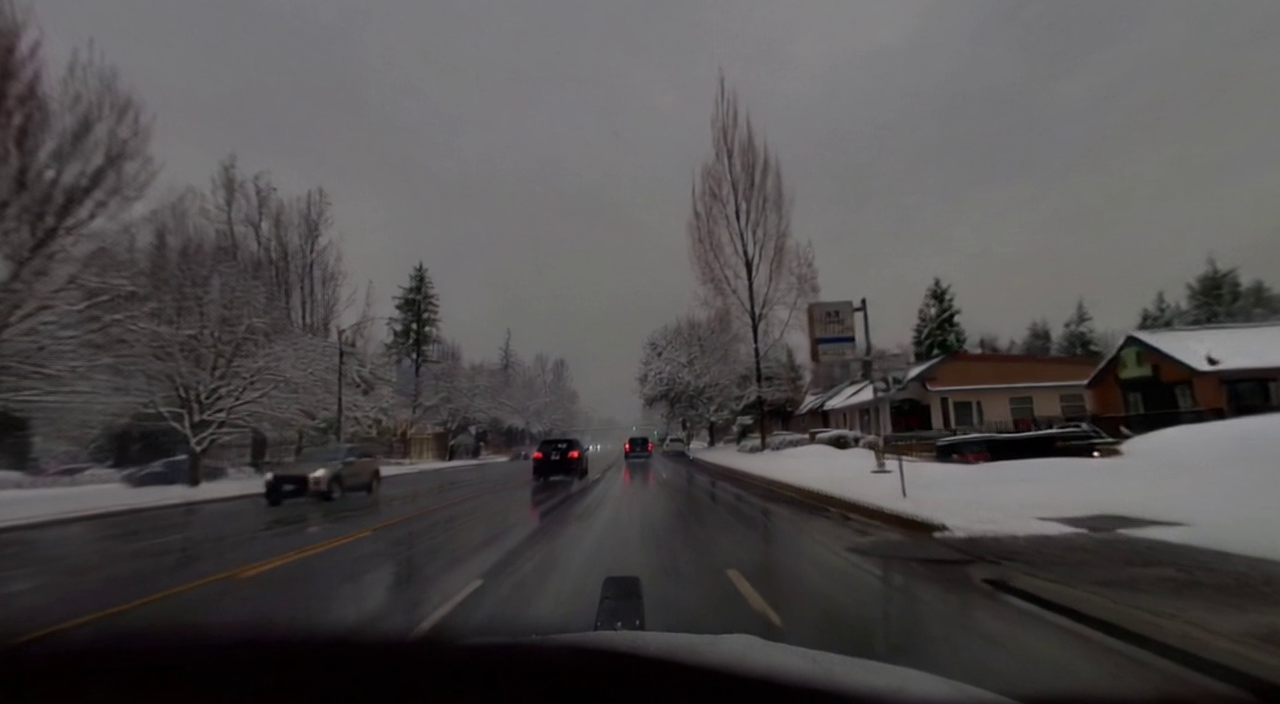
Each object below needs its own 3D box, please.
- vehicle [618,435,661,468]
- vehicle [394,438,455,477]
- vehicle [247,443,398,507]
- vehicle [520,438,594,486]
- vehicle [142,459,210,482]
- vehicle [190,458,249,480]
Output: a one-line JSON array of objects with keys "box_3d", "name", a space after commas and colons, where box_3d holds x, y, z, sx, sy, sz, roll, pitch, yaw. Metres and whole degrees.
[{"box_3d": [-0.064, 5.843, 37.131, 2.376, 1.801, 4.317, 0, -9, -1], "name": "vehicle"}, {"box_3d": [-16.362, 7.975, 48.359, 2.474, 2.431, 6.256, -5, -7, -1], "name": "vehicle"}, {"box_3d": [-9.855, 3.816, 20.213, 2.147, 1.741, 5.166, 0, -9, 0], "name": "vehicle"}, {"box_3d": [-2.991, 4.077, 23.740, 2.167, 1.634, 4.220, 0, -9, 0], "name": "vehicle"}, {"box_3d": [-31.489, 8.038, 42.911, 3.340, 1.400, 1.578, -1, -8, -1], "name": "vehicle"}, {"box_3d": [-31.729, 8.854, 47.732, 3.292, 1.374, 1.616, -3, -8, -2], "name": "vehicle"}]
